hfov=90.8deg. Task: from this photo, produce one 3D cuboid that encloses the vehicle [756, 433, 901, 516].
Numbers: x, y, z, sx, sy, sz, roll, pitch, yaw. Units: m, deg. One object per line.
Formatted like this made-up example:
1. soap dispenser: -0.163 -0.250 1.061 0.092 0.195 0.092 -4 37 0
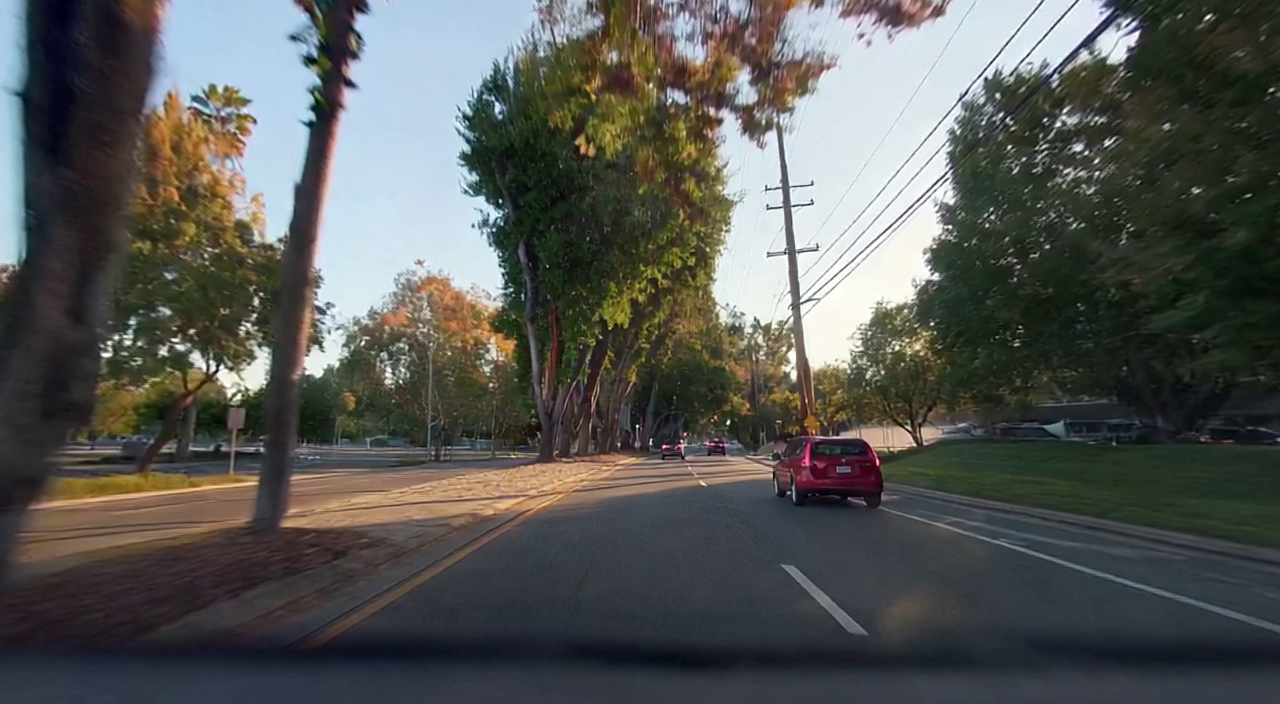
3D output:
1. vehicle: 3.897 2.586 13.902 1.881 1.512 4.294 -1 -8 1
